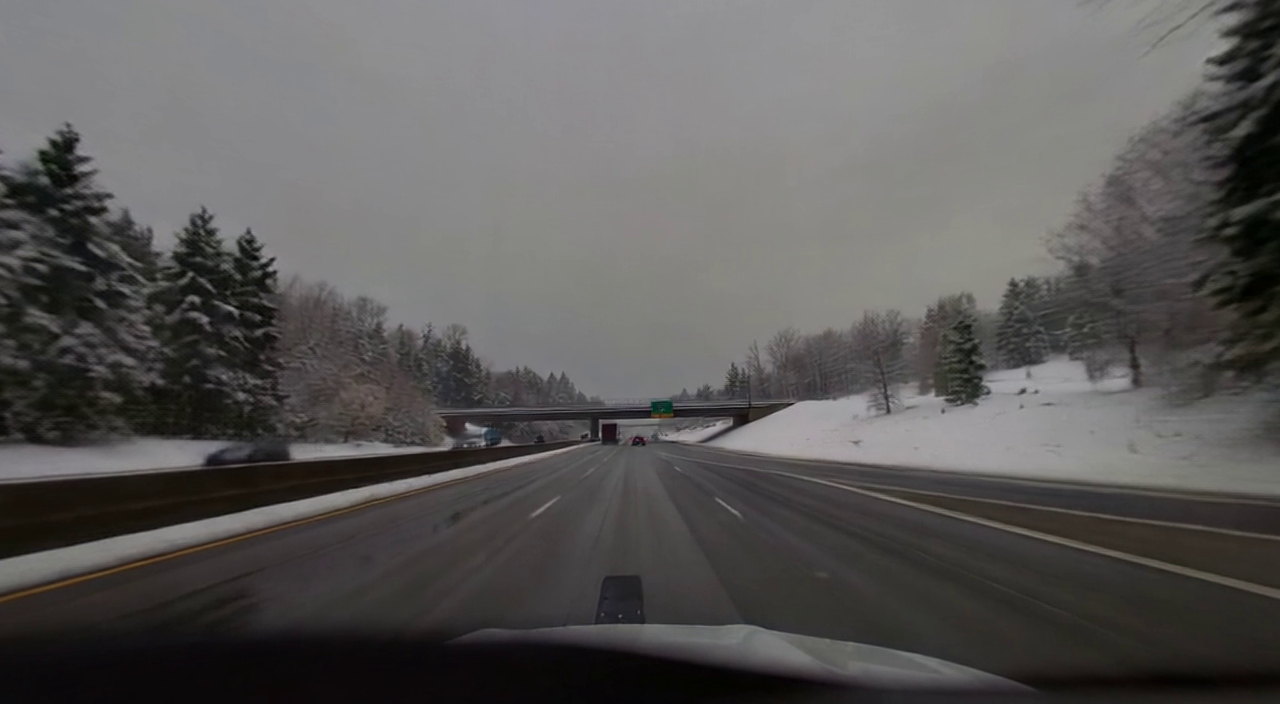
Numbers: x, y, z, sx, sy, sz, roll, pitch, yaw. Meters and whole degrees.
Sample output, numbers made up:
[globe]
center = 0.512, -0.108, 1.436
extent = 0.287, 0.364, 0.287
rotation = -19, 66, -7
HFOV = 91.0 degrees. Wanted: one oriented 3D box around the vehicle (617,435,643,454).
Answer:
[vehicle]
center = -0.853, 7.294, 49.556
extent = 1.952, 1.438, 3.702
rotation = 0, -8, -3
